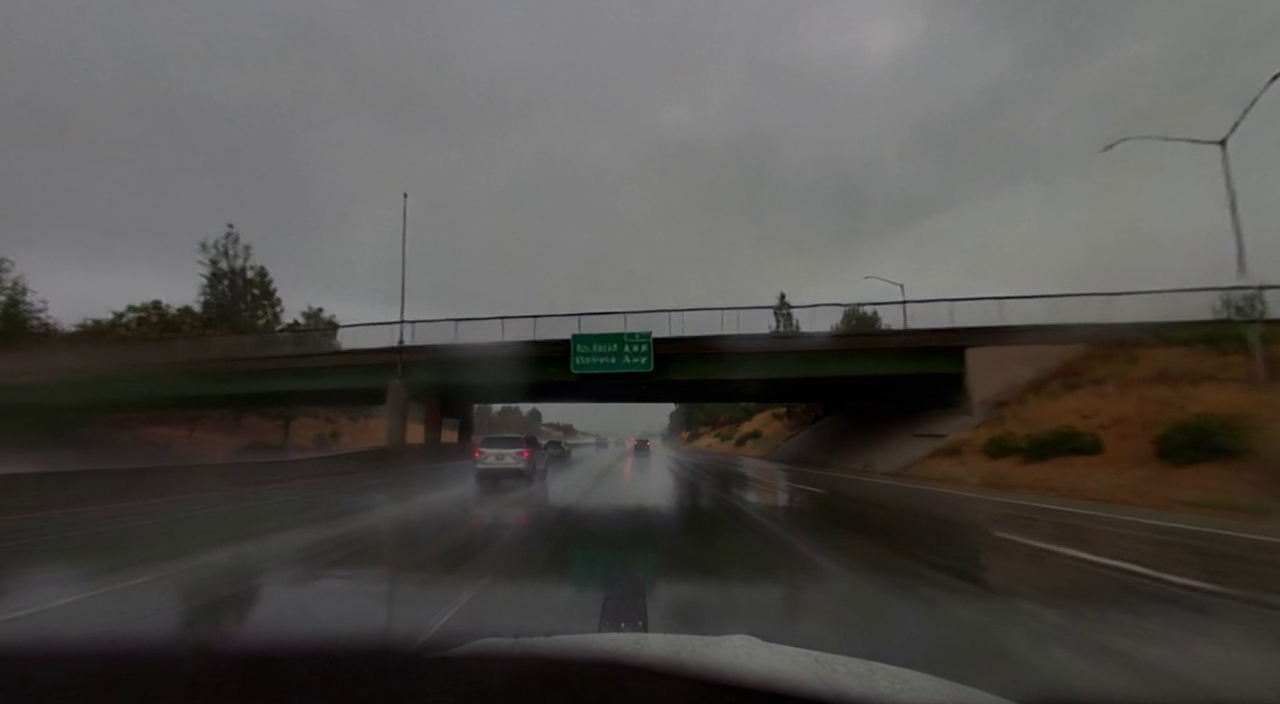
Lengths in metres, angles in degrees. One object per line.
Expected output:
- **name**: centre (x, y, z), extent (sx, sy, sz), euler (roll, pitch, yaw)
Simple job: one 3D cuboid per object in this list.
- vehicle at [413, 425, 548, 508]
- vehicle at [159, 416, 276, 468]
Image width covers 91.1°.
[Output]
- **vehicle**: centre (-3.653, 2.713, 15.303), extent (2.048, 1.705, 4.384), euler (0, -8, 1)
- **vehicle**: centre (-32.939, 7.103, 49.504), extent (3.045, 3.776, 8.341), euler (-1, -8, 2)
